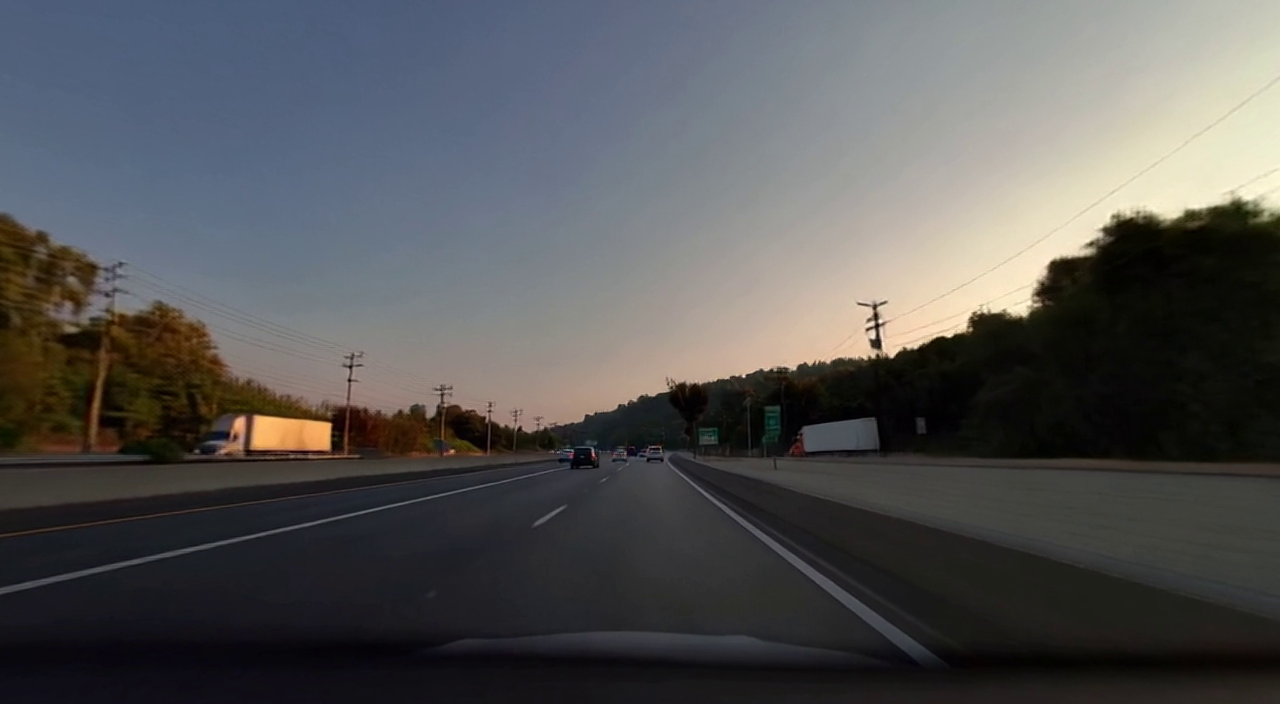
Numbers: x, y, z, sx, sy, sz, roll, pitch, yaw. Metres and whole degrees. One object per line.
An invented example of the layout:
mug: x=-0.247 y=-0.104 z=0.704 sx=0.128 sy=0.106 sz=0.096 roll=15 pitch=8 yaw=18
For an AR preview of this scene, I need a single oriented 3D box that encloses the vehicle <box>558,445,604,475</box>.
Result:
vehicle: x=-3.488 y=6.528 z=38.158 sx=2.263 sy=1.696 sz=4.321 roll=0 pitch=-9 yaw=2
